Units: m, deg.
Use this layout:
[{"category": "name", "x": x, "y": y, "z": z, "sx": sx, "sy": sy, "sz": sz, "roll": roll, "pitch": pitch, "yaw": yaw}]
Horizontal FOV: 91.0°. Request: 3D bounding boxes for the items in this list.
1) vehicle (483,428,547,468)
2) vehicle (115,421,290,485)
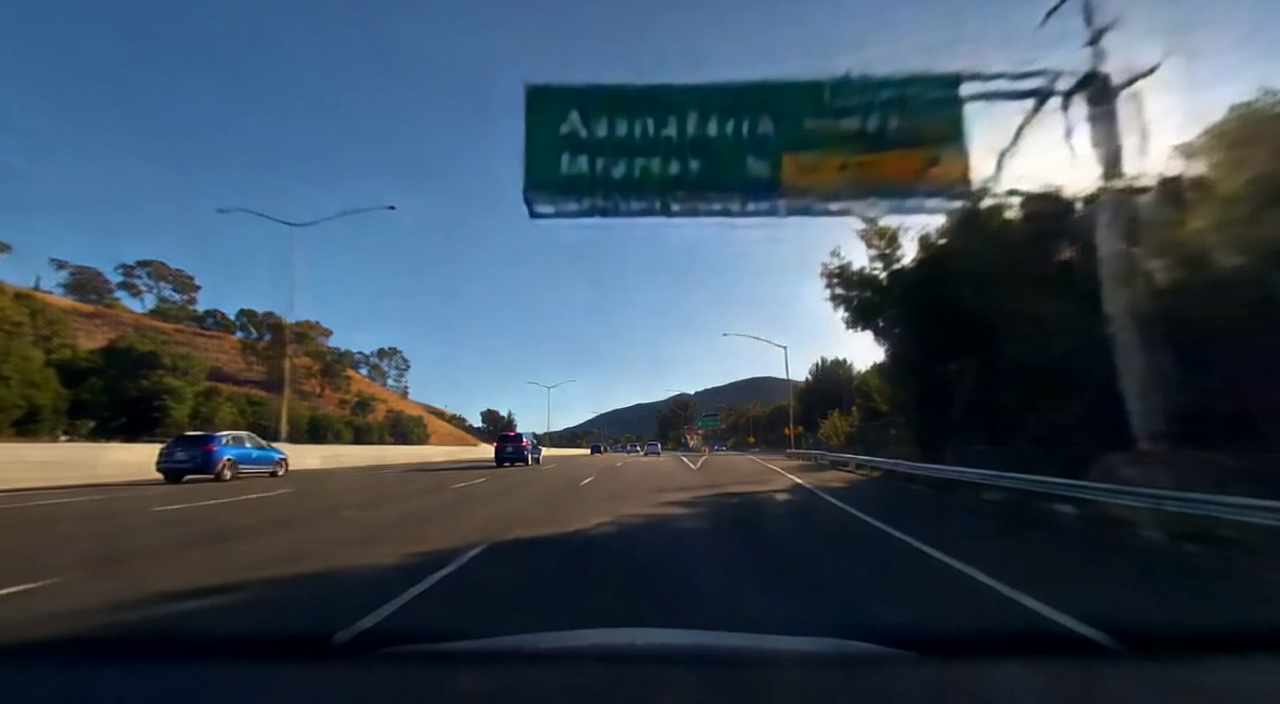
[{"category": "vehicle", "x": -6.513, "y": 5.089, "z": 33.436, "sx": 2.219, "sy": 1.947, "sz": 4.924, "roll": 0, "pitch": -9, "yaw": 2}, {"category": "vehicle", "x": -13.903, "y": 3.263, "z": 20.526, "sx": 2.079, "sy": 1.822, "sz": 4.893, "roll": 0, "pitch": -9, "yaw": 1}]
